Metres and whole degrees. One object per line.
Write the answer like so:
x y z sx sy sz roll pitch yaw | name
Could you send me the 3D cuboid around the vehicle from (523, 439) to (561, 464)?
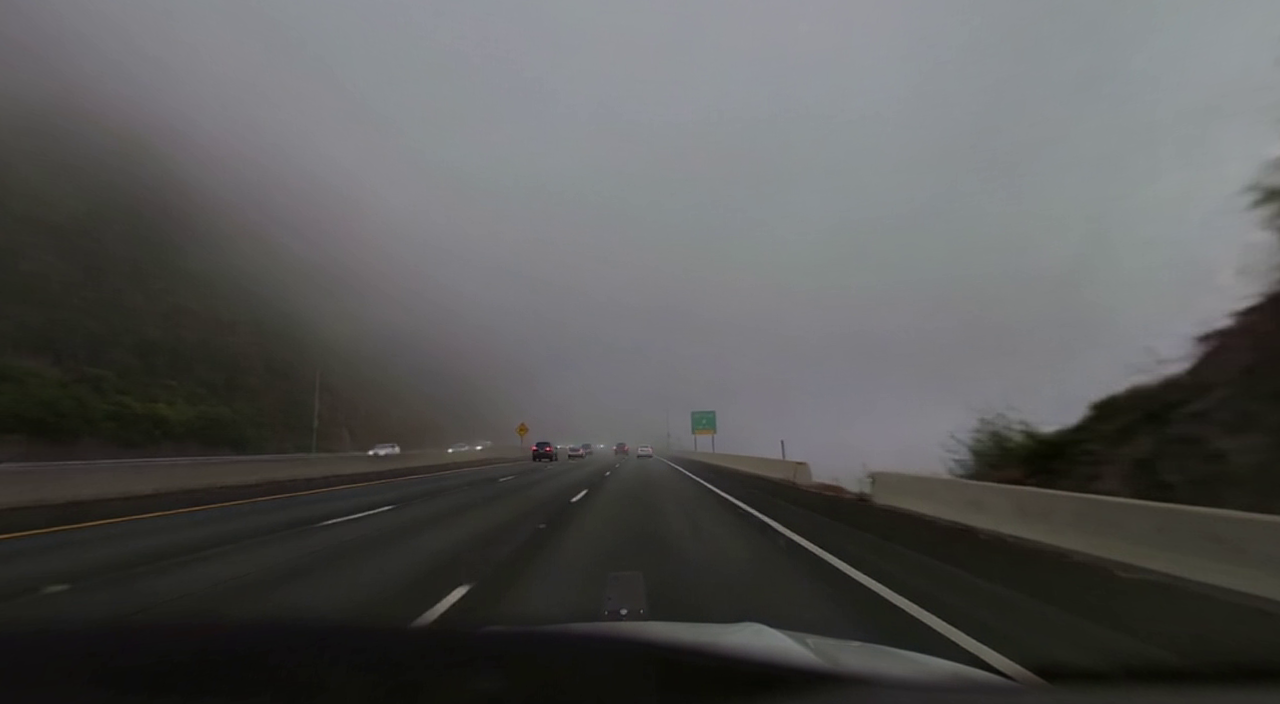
-6.785 6.912 43.865 1.972 1.660 4.254 0 -8 1 | vehicle
